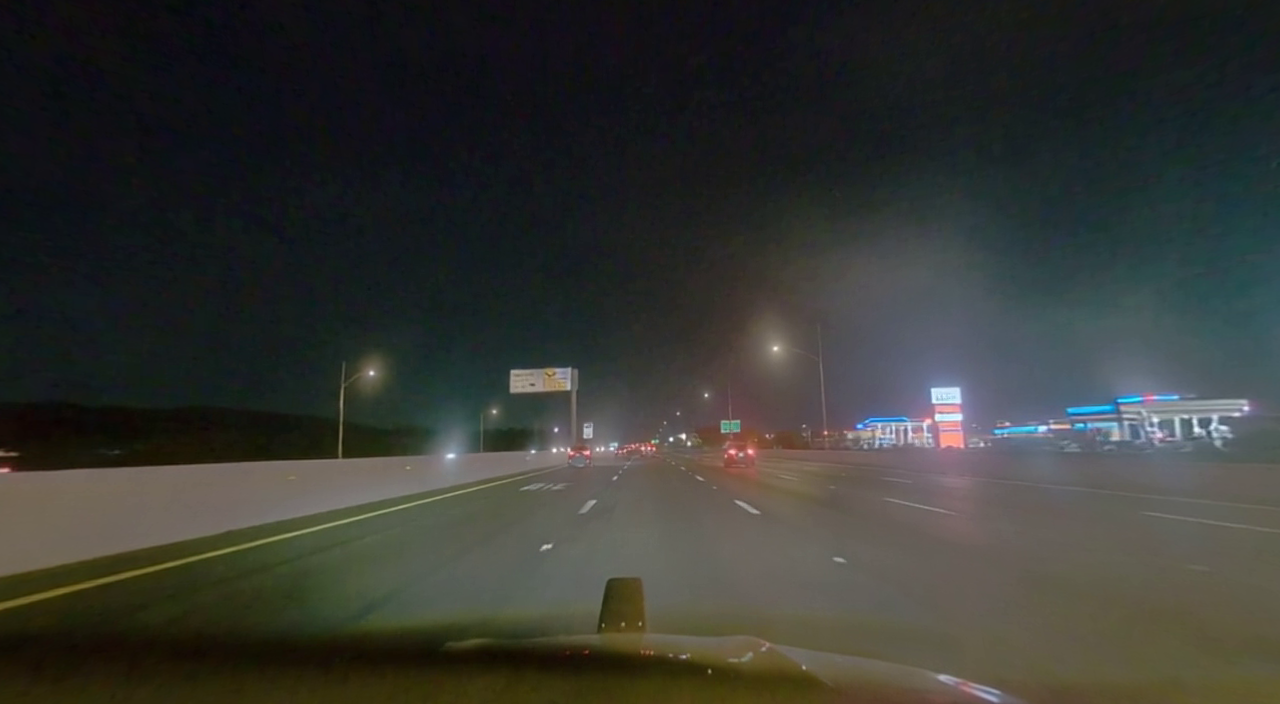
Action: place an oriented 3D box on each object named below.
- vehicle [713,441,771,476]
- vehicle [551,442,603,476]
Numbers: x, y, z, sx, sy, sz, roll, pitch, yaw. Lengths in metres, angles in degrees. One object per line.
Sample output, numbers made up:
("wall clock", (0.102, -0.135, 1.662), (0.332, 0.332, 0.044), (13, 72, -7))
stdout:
("vehicle", (4.645, 4.954, 29.553), (1.909, 1.467, 4.940), (-1, -9, 0))
("vehicle", (-3.030, 5.277, 31.270), (2.114, 1.510, 4.186), (-1, -9, 1))
